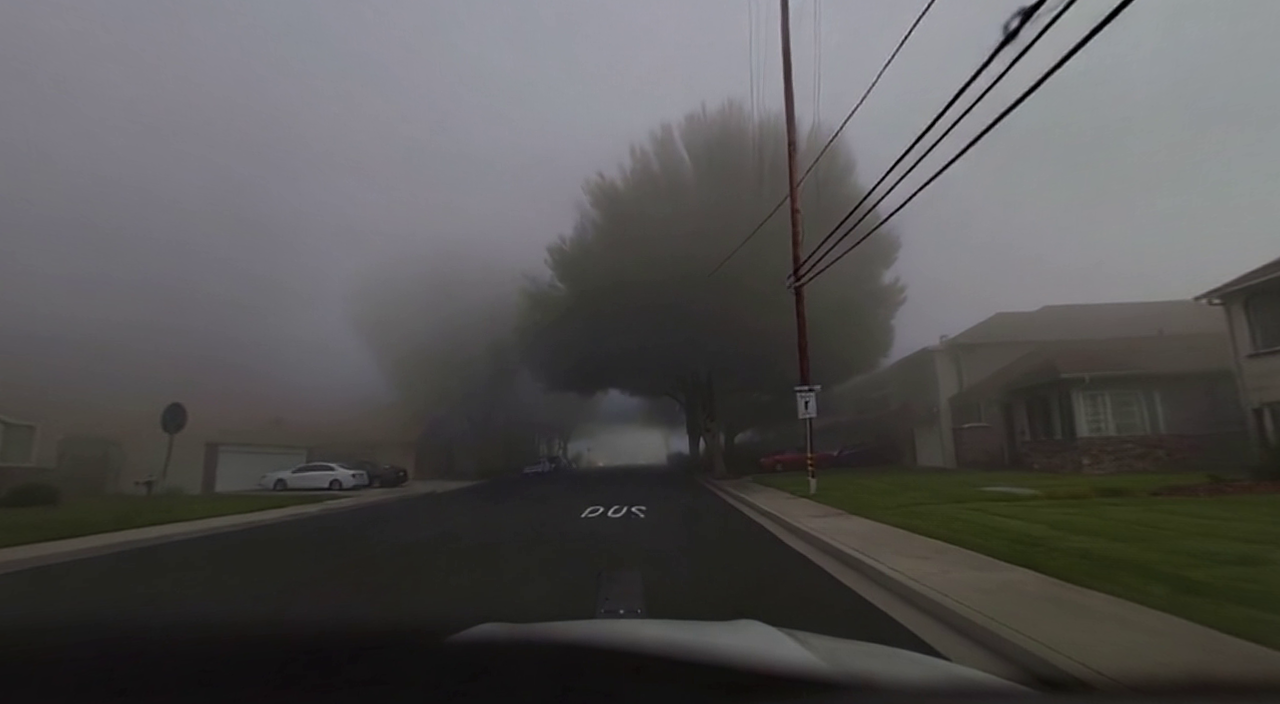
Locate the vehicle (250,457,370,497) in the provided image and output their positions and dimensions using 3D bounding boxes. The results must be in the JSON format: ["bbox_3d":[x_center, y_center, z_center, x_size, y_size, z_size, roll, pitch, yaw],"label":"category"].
[{"bbox_3d":[-15.147,5.705,29.091,4.500,1.714,1.924,-1,-9,7],"label":"vehicle"}]

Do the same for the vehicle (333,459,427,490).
[{"bbox_3d":[-14.232,6.688,34.711,4.260,1.588,1.927,-1,-9,6],"label":"vehicle"}]

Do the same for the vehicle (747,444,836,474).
[{"bbox_3d":[9.366,6.678,39.407,4.952,1.775,2.089,0,-9,0],"label":"vehicle"}]

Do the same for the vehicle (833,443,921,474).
[{"bbox_3d":[13.021,5.876,34.890,4.122,1.610,1.888,0,-9,2],"label":"vehicle"}]
